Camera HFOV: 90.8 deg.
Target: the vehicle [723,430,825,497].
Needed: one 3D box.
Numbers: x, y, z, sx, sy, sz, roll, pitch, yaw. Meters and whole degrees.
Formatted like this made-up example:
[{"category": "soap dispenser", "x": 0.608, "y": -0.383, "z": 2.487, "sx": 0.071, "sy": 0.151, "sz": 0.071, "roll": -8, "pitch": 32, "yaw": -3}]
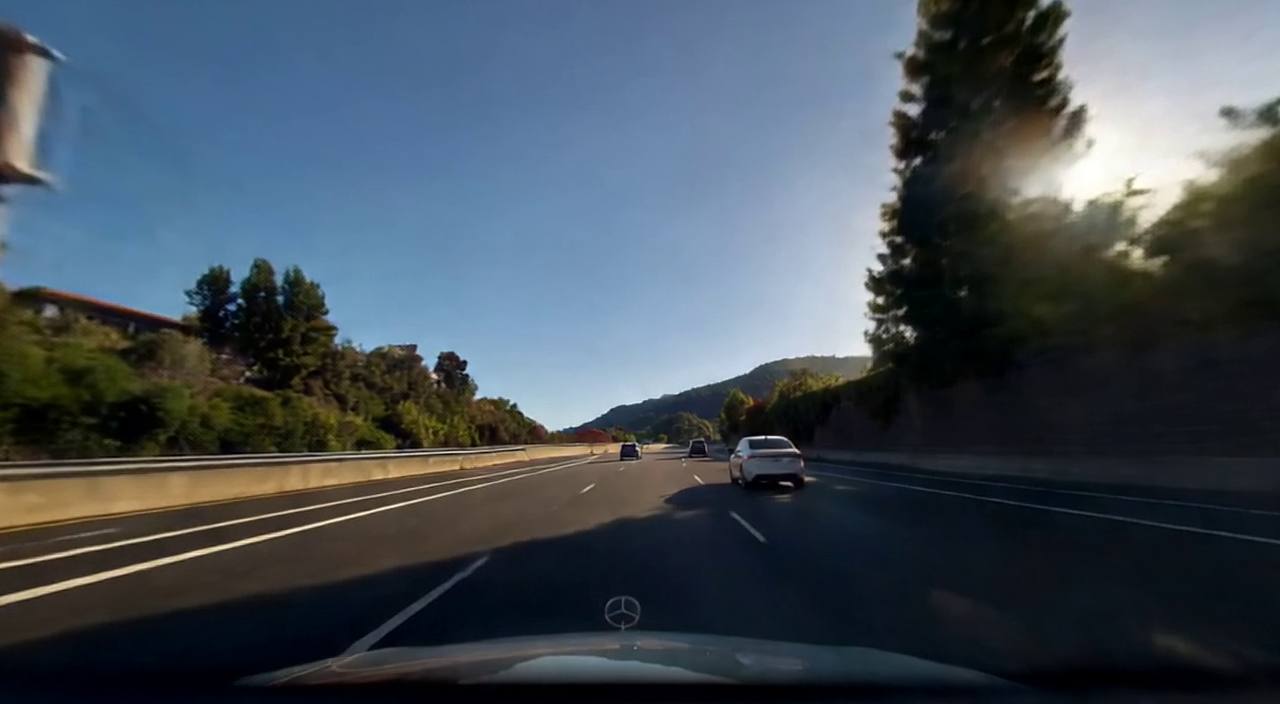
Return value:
[{"category": "vehicle", "x": 3.859, "y": 3.294, "z": 19.001, "sx": 2.075, "sy": 1.743, "sz": 4.410, "roll": 0, "pitch": -9, "yaw": 0}]
